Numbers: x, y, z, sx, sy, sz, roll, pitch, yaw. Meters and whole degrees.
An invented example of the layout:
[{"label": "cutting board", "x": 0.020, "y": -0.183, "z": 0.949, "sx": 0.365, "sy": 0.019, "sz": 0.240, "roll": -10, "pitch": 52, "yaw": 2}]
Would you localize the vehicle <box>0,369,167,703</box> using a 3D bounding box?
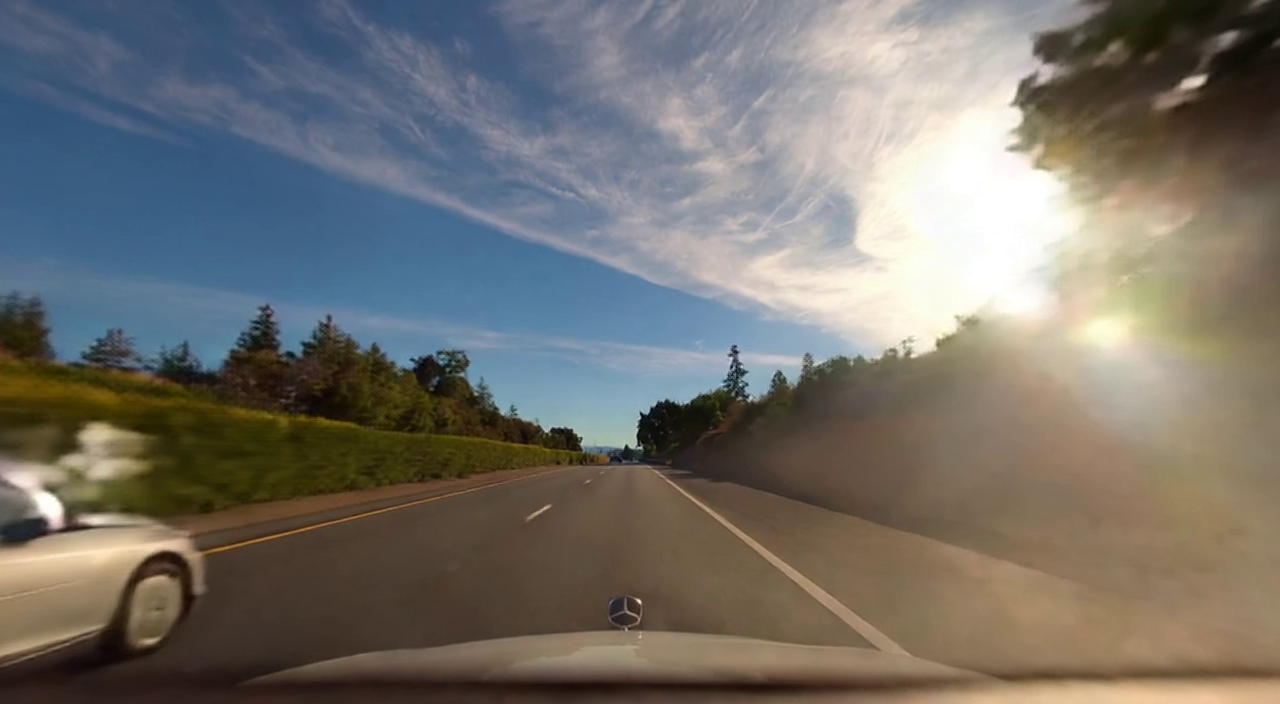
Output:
[{"label": "vehicle", "x": -3.887, "y": 0.713, "z": 1.401, "sx": 2.135, "sy": 1.686, "sz": 4.517, "roll": 0, "pitch": -9, "yaw": 0}]
